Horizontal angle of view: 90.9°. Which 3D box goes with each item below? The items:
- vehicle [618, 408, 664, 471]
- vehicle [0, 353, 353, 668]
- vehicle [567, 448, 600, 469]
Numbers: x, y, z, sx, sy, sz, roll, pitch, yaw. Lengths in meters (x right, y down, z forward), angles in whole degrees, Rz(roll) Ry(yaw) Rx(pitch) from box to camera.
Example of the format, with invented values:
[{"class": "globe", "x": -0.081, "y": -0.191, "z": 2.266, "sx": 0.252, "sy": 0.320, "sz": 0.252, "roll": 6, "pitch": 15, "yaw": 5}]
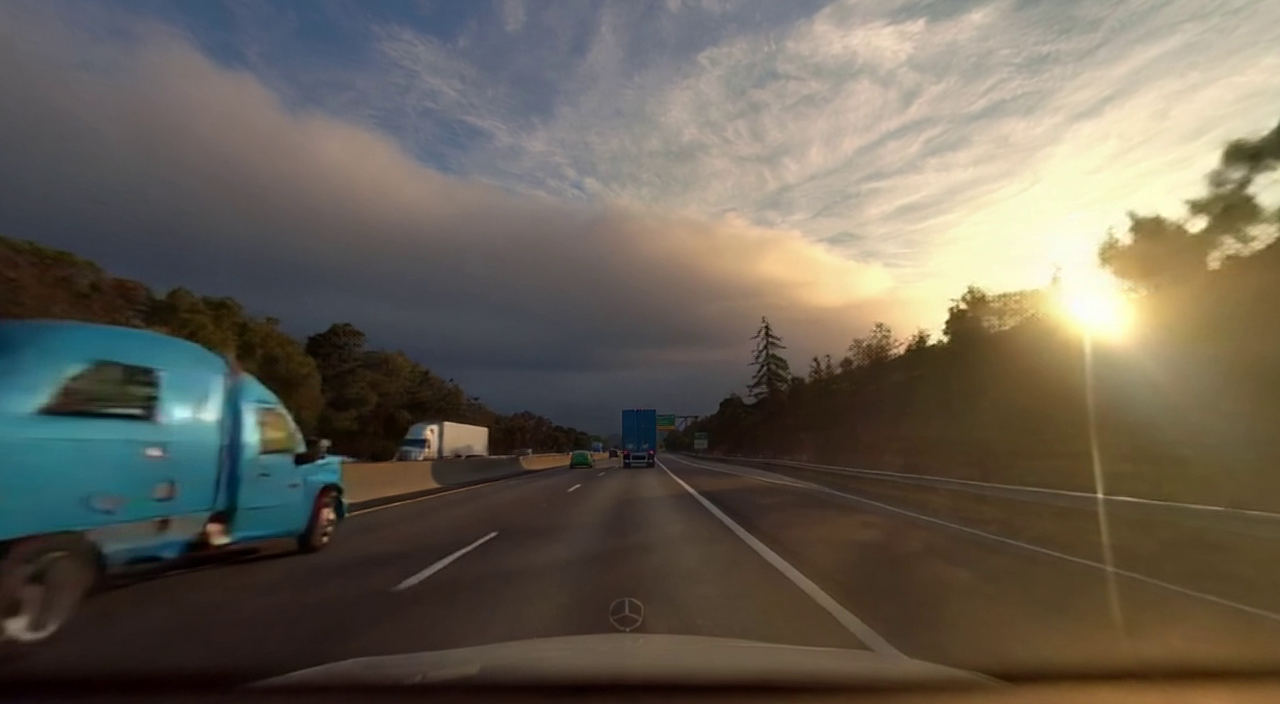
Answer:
[{"class": "vehicle", "x": 0.135, "y": 6.374, "z": 45.352, "sx": 2.899, "sy": 3.966, "sz": 10.053, "roll": 0, "pitch": -9, "yaw": 1}, {"class": "vehicle", "x": -4.767, "y": 1.247, "z": 5.817, "sx": 2.042, "sy": 1.815, "sz": 4.639, "roll": 0, "pitch": -9, "yaw": 0}, {"class": "vehicle", "x": -4.227, "y": 8.080, "z": 47.992, "sx": 2.051, "sy": 1.538, "sz": 4.569, "roll": 0, "pitch": -9, "yaw": 1}]
